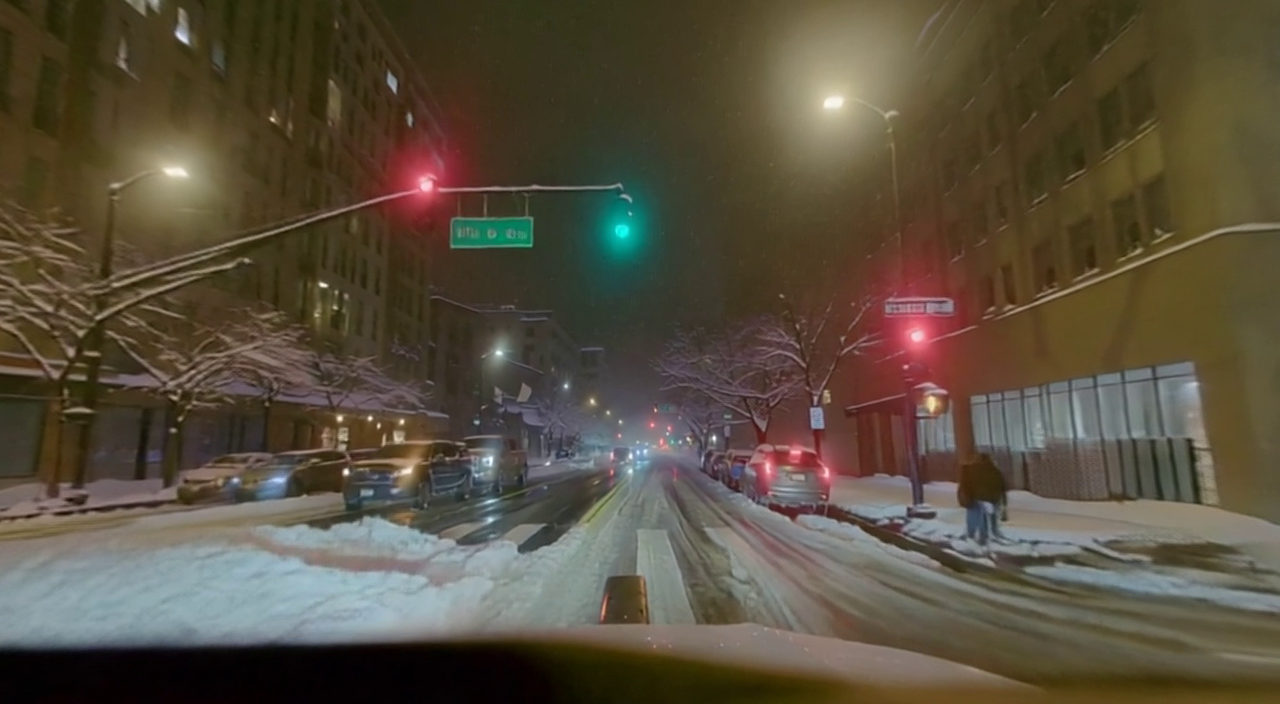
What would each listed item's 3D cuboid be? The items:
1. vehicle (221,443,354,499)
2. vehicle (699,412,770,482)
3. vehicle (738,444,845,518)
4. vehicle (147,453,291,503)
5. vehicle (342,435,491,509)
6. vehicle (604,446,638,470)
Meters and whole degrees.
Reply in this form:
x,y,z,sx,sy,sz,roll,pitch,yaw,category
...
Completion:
x,y,z,sx,sy,sz,roll,pitch,yaw,category
-11.335,3.810,20.665,1.933,1.628,3.973,0,-8,2,vehicle
5.054,5.316,35.350,2.989,3.455,7.975,0,-8,2,vehicle
4.001,3.439,17.342,1.924,1.765,3.954,0,-9,0,vehicle
-14.199,4.230,21.626,2.012,1.476,4.284,0,-8,0,vehicle
-5.260,2.865,15.538,1.942,1.559,4.298,0,-8,2,vehicle
-1.193,6.966,41.718,1.973,1.496,3.713,0,-8,2,vehicle
